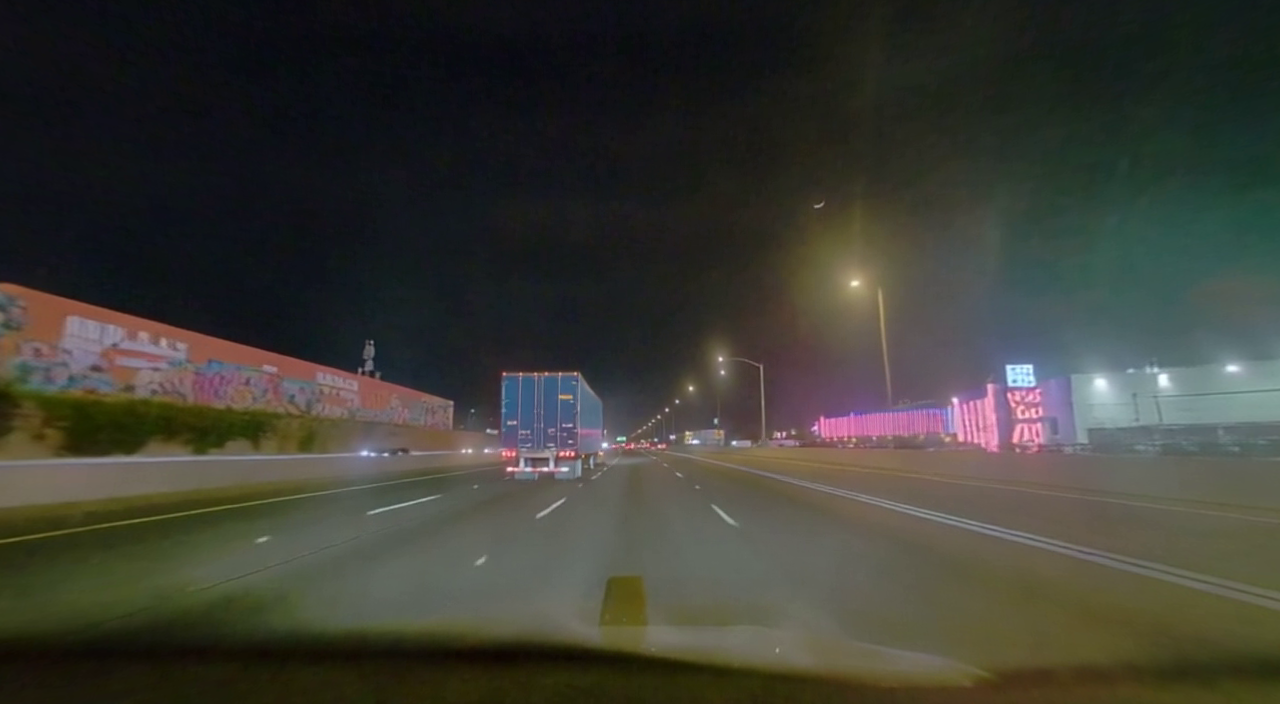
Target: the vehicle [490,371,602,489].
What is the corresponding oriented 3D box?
[{"bbox_3d":[-3.522,3.233,26.367,2.977,4.048,8.890,1,-7,2],"label":"vehicle"}]
